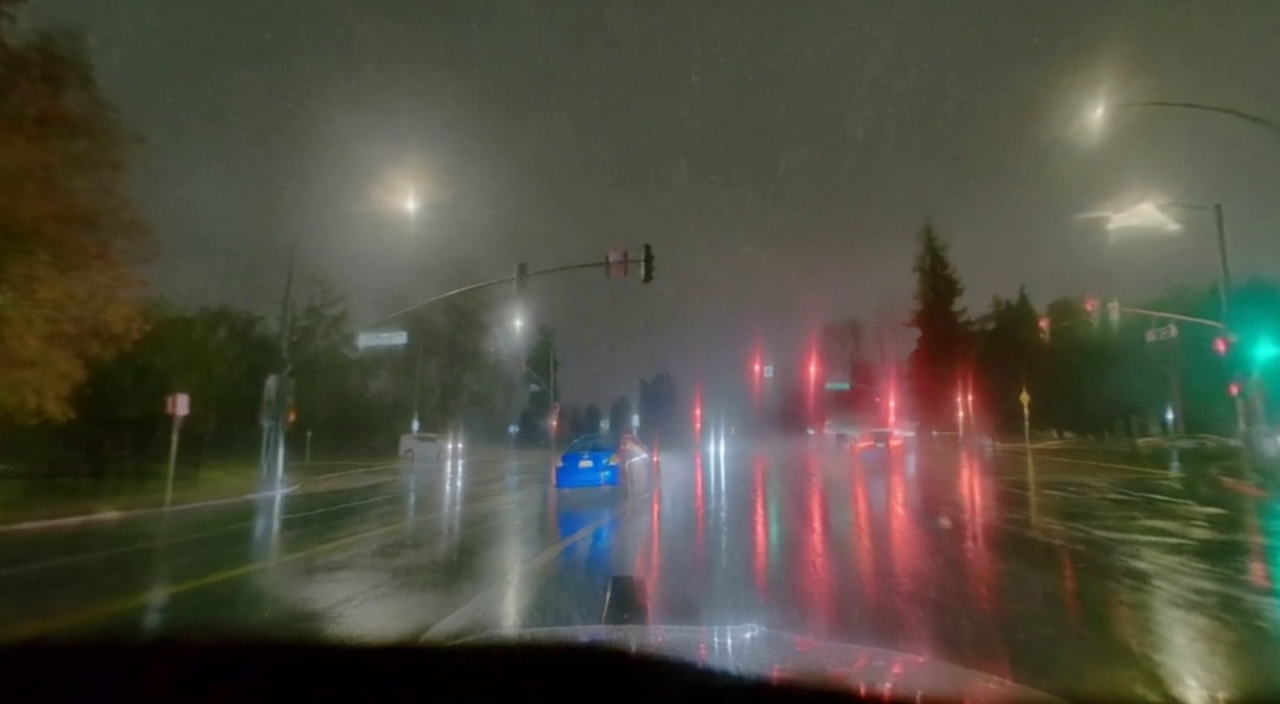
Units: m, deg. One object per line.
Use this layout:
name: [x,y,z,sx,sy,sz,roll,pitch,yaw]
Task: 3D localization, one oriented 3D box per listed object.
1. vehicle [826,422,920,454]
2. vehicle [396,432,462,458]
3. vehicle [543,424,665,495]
vehicle: [12.287,4.593,33.528,4.406,1.661,1.857,-2,-9,14]
vehicle: [-14.474,6.383,43.384,3.952,1.568,1.788,-4,-7,12]
vehicle: [-0.758,2.723,16.269,2.055,1.573,4.065,-2,-9,13]
